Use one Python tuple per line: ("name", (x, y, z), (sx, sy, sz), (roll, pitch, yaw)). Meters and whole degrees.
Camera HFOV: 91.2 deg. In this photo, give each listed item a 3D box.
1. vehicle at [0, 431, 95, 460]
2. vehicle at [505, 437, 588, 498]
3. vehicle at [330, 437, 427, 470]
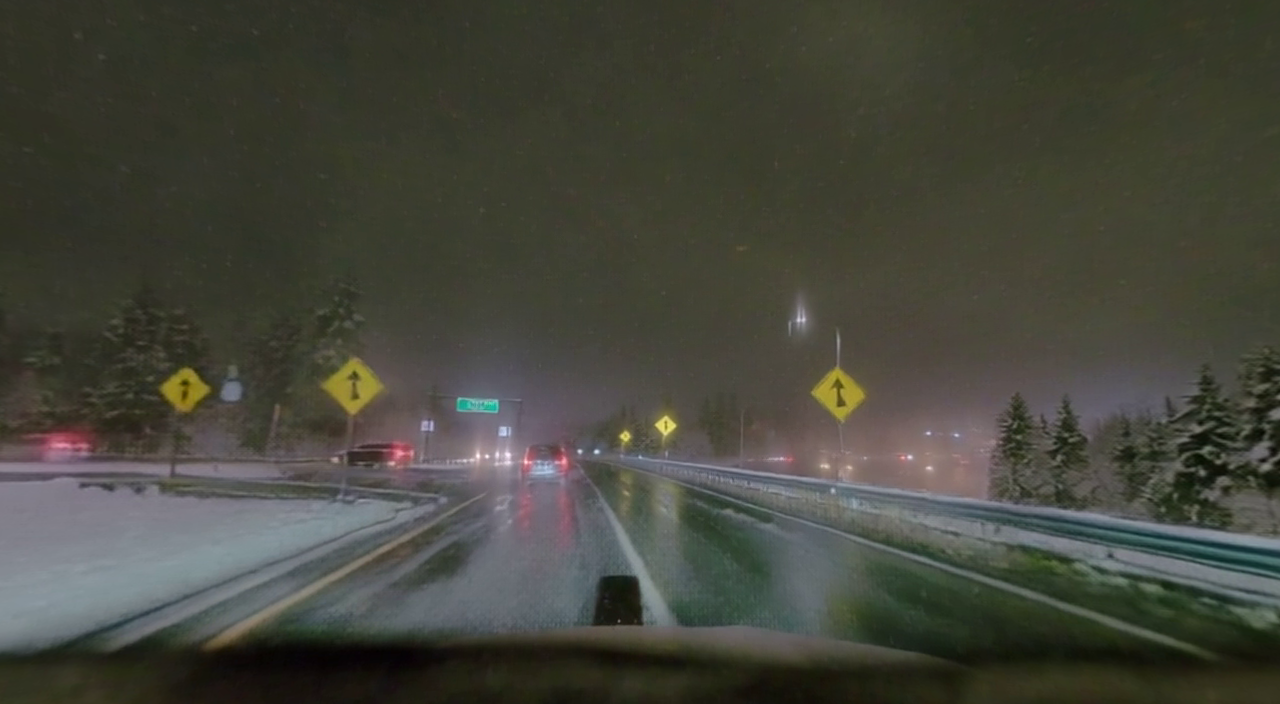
("vehicle", (-32.220, 5.028, 33.640), (3.904, 1.482, 1.834), (1, -9, -10))
("vehicle", (-2.593, 3.174, 17.600), (2.006, 1.486, 3.950), (1, -9, -8))
("vehicle", (-12.817, 4.975, 30.704), (4.278, 1.505, 2.018), (-5, -10, 26))
